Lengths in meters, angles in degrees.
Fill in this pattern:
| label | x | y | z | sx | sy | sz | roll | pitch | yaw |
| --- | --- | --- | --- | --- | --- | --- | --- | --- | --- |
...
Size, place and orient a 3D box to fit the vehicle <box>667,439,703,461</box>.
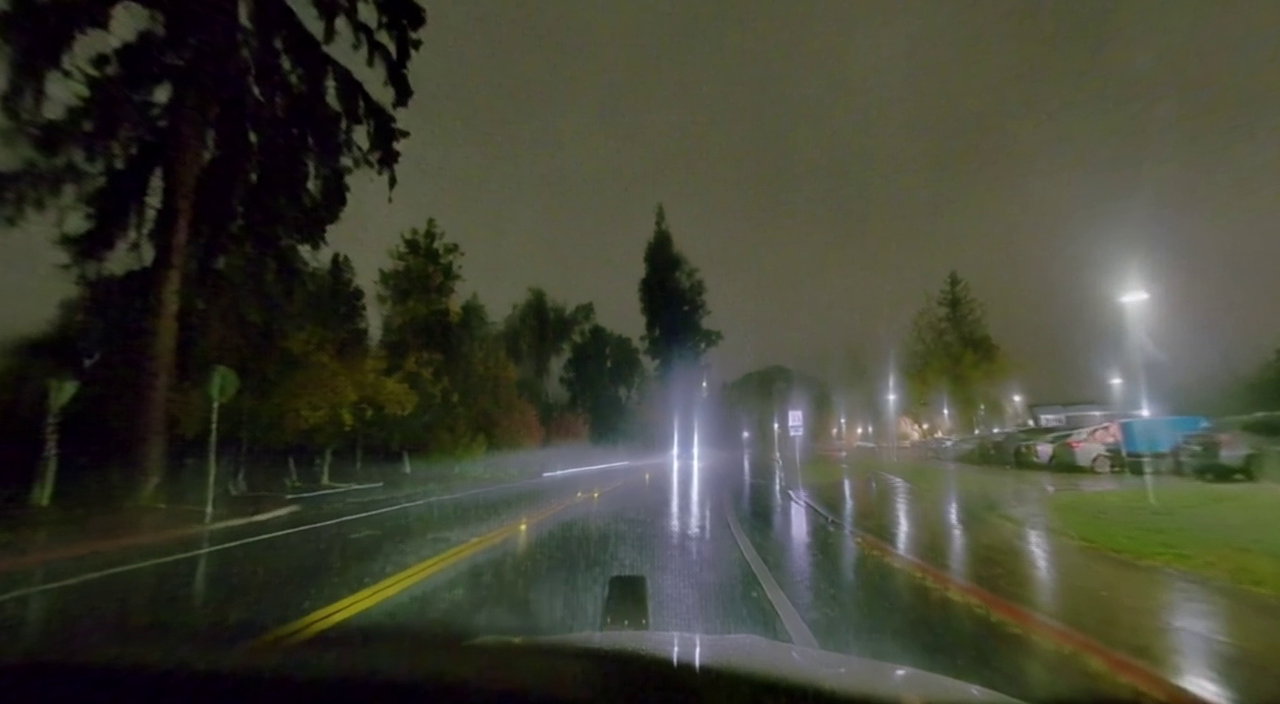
| label | x | y | z | sx | sy | sz | roll | pitch | yaw |
| --- | --- | --- | --- | --- | --- | --- | --- | --- | --- |
| vehicle | 3.361 | 7.228 | 46.701 | 2.190 | 1.499 | 4.209 | -2 | -8 | 10 |
